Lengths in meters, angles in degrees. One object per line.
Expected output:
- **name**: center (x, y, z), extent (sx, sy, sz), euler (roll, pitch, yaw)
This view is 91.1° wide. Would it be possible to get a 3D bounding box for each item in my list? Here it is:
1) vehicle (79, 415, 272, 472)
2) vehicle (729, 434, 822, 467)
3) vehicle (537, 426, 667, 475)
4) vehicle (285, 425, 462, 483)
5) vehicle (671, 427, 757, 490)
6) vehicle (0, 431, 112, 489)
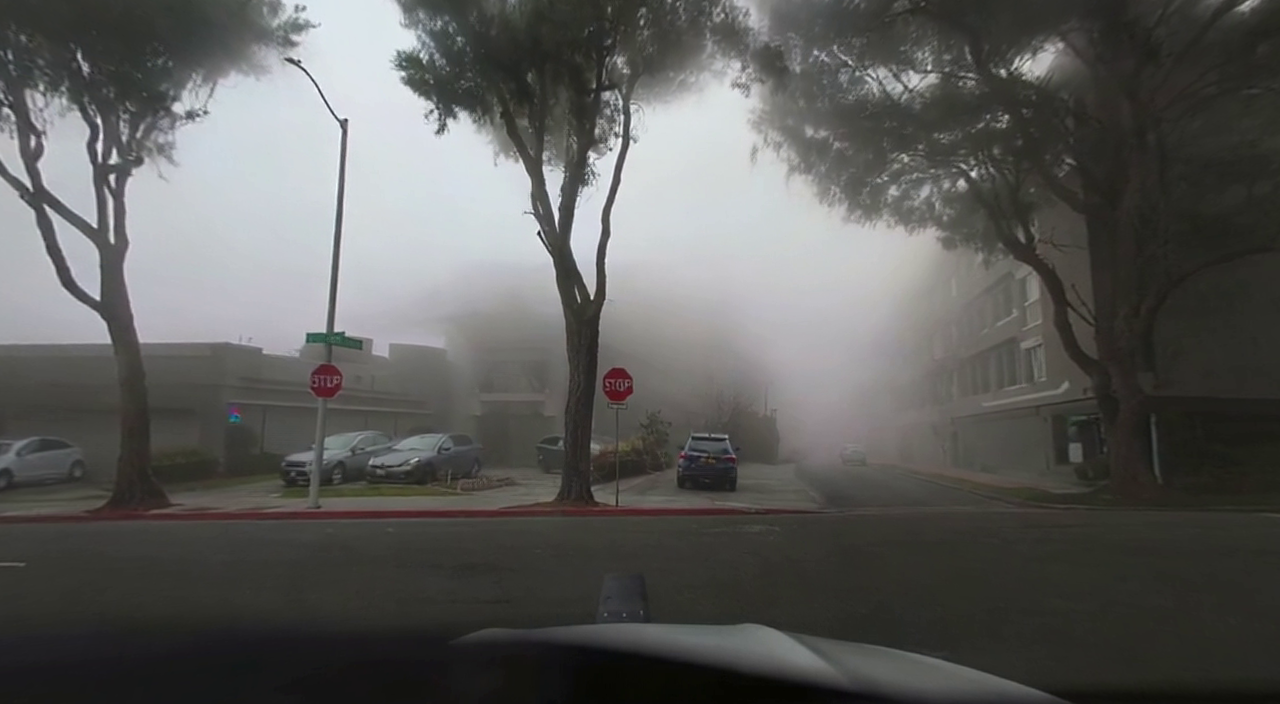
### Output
- **vehicle**: center (-27.758, 5.488, 37.771), extent (9.384, 3.230, 2.928), euler (-1, -9, 4)
- **vehicle**: center (8.074, 5.874, 37.555), extent (5.004, 1.797, 1.946), euler (-5, -10, 31)
- **vehicle**: center (-1.531, 4.343, 27.745), extent (2.267, 1.920, 5.798), euler (-8, -11, 41)
- **vehicle**: center (-8.412, 3.263, 20.201), extent (4.778, 1.753, 1.959), euler (0, -9, -1)
- **vehicle**: center (2.458, 3.761, 22.623), extent (2.305, 1.962, 5.685), euler (0, -9, -1)
- **vehicle**: center (-23.047, 3.920, 22.941), extent (5.418, 1.994, 2.233), euler (0, -8, 0)
